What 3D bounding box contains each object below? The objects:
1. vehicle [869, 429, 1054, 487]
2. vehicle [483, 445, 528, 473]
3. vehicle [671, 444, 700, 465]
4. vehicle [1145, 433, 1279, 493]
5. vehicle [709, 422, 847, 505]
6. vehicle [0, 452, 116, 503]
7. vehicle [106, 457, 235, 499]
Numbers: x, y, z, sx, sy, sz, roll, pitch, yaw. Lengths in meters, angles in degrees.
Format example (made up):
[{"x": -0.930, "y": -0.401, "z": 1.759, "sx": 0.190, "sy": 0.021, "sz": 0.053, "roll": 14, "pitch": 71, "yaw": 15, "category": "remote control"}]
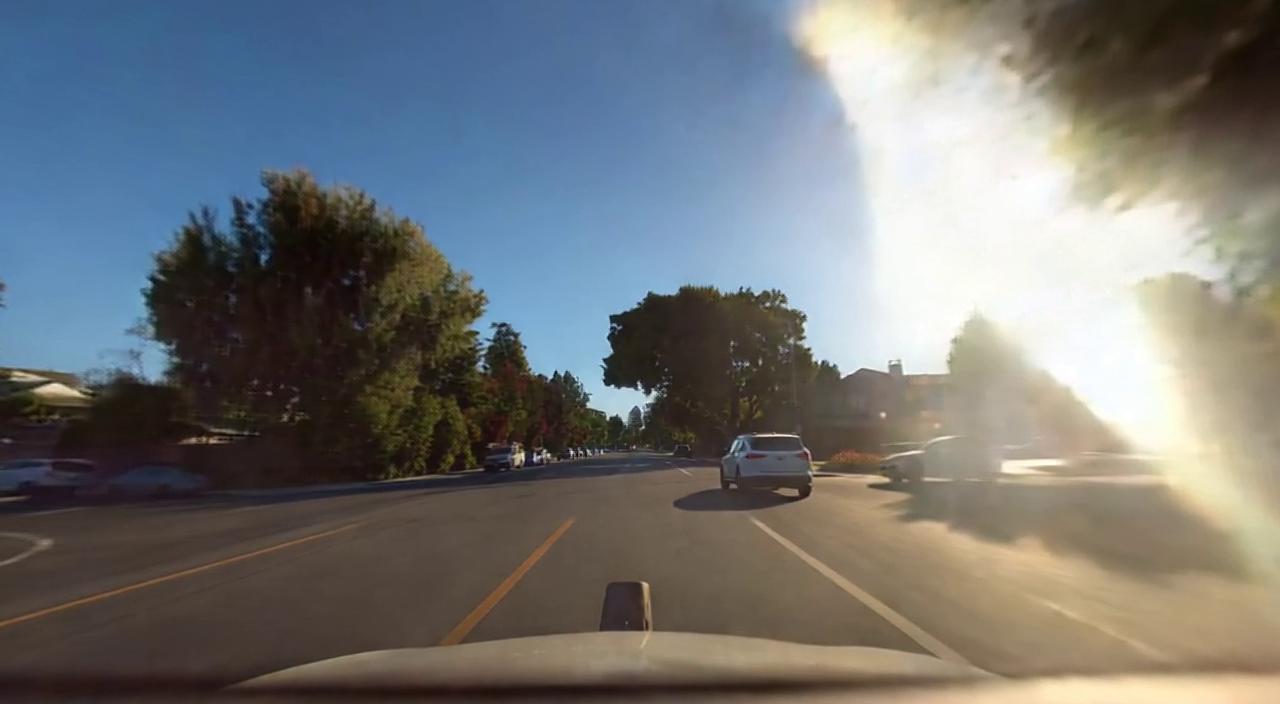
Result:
[{"x": 11.600, "y": 3.847, "z": 23.005, "sx": 5.539, "sy": 1.729, "sz": 2.145, "roll": -2, "pitch": -8, "yaw": -3, "category": "vehicle"}, {"x": -10.243, "y": 8.178, "z": 48.478, "sx": 2.261, "sy": 1.851, "sz": 5.724, "roll": -3, "pitch": -8, "yaw": -1, "category": "vehicle"}, {"x": 3.325, "y": 7.599, "z": 46.920, "sx": 1.956, "sy": 1.492, "sz": 4.425, "roll": -1, "pitch": -8, "yaw": 2, "category": "vehicle"}, {"x": 16.440, "y": 3.025, "z": 17.342, "sx": 3.467, "sy": 1.520, "sz": 1.801, "roll": 0, "pitch": -8, "yaw": 1, "category": "vehicle"}, {"x": 3.482, "y": 2.990, "z": 17.417, "sx": 2.497, "sy": 1.889, "sz": 5.833, "roll": 0, "pitch": -8, "yaw": 0, "category": "vehicle"}, {"x": -26.359, "y": 5.346, "z": 27.029, "sx": 5.604, "sy": 2.035, "sz": 2.291, "roll": 0, "pitch": -9, "yaw": 0, "category": "vehicle"}, {"x": -20.135, "y": 5.410, "z": 27.167, "sx": 3.986, "sy": 1.665, "sz": 1.888, "roll": 0, "pitch": -8, "yaw": 1, "category": "vehicle"}]
